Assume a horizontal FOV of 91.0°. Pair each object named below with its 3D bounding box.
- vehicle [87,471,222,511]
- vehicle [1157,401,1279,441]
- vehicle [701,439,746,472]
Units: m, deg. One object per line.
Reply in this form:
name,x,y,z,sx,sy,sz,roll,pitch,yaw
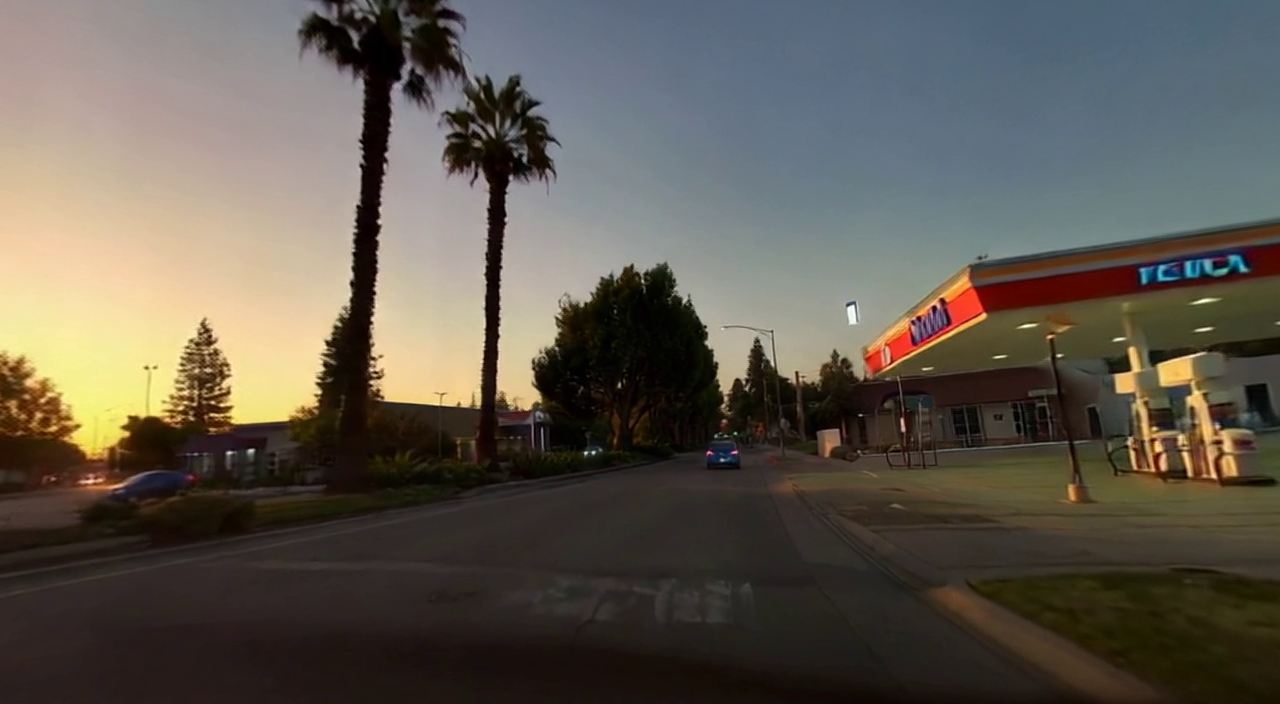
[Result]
vehicle,-21.219,6.062,27.799,1.825,1.441,4.656,-1,-9,9
vehicle,29.223,3.492,31.536,4.513,1.657,2.002,-6,-10,15
vehicle,4.329,5.264,32.156,2.050,1.509,4.148,-2,-9,10
